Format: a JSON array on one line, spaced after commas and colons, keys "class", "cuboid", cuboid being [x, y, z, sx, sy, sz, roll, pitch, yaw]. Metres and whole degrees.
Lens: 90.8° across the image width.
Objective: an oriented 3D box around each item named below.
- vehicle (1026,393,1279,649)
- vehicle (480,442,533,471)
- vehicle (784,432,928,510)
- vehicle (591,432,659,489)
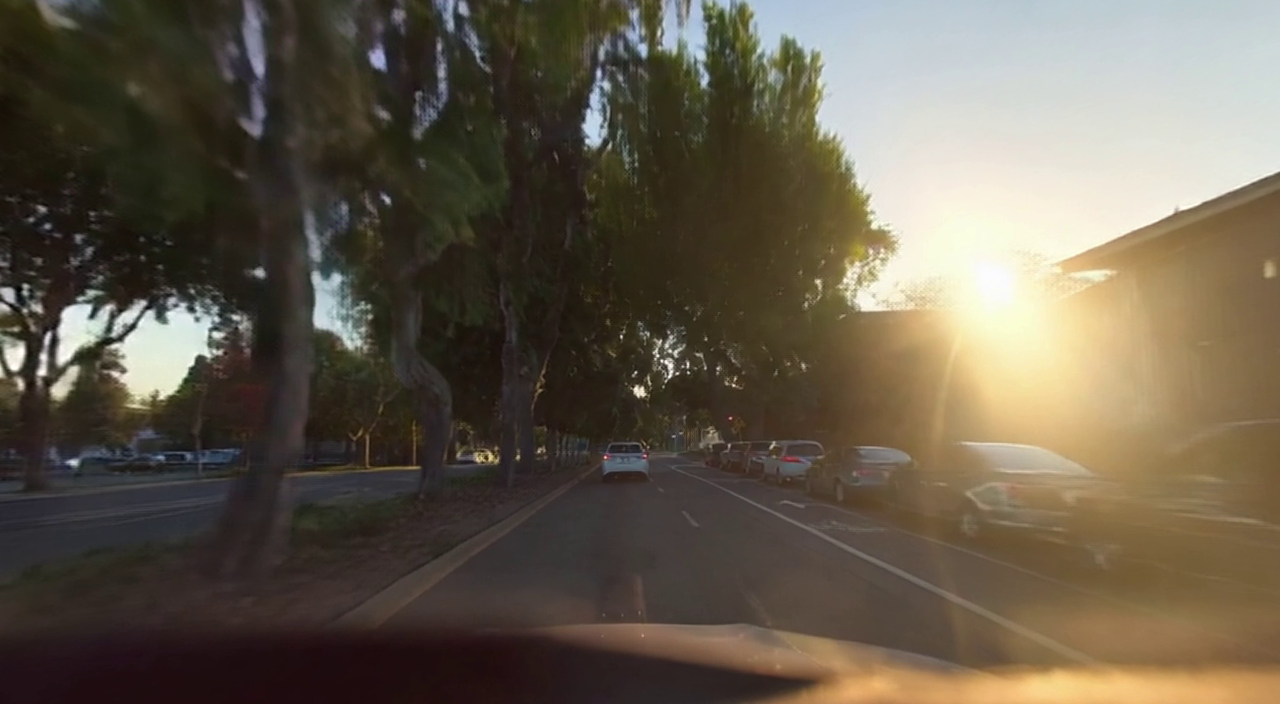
[{"class": "vehicle", "cuboid": [5.690, 1.250, 4.839, 2.233, 1.811, 4.922, 0, -9, -1]}, {"class": "vehicle", "cuboid": [-7.359, 5.798, 35.295, 2.105, 1.474, 4.808, 0, -8, -3]}, {"class": "vehicle", "cuboid": [5.367, 3.007, 16.467, 2.018, 1.708, 4.541, 0, -9, -2]}, {"class": "vehicle", "cuboid": [-0.507, 3.626, 21.417, 2.070, 1.698, 3.925, 0, -8, -1]}]
